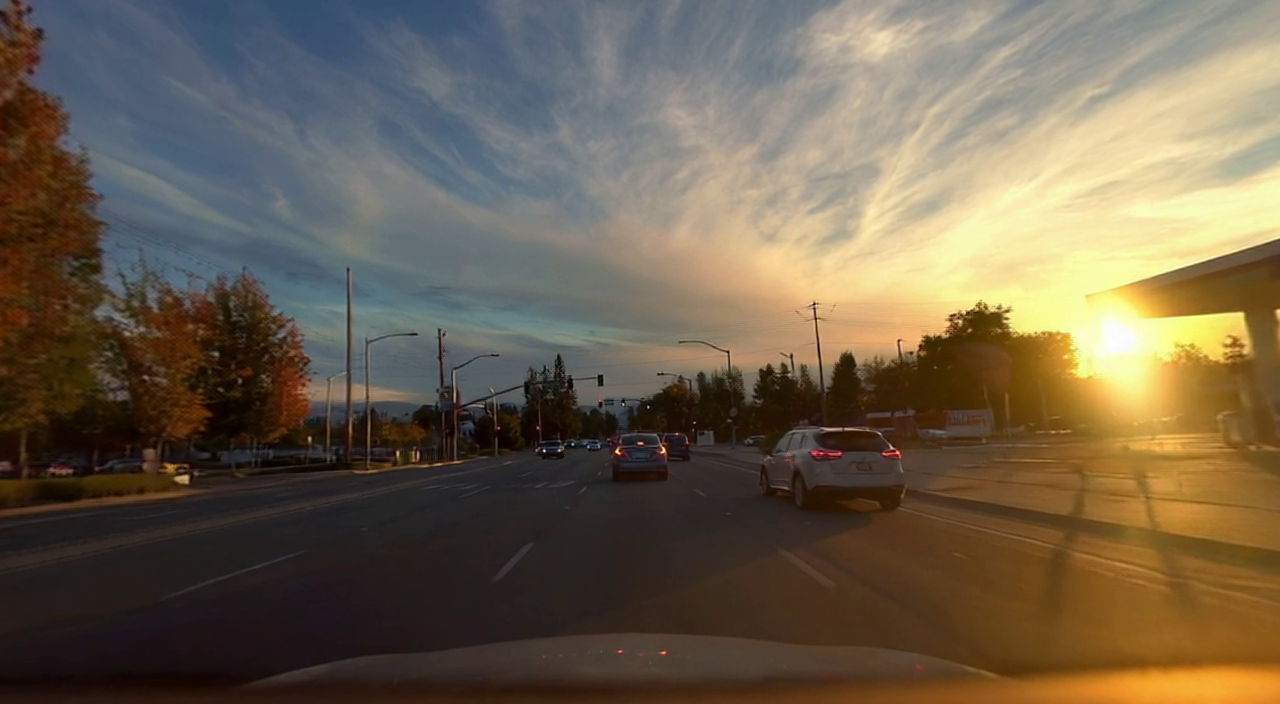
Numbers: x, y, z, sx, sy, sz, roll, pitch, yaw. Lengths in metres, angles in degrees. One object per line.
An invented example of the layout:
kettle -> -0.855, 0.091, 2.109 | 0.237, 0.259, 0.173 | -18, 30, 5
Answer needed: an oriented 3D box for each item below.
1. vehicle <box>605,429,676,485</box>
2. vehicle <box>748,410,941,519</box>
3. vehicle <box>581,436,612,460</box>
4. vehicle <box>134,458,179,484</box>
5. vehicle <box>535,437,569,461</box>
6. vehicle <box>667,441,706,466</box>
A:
vehicle -> -0.072, 3.511, 21.373 | 2.164, 1.718, 3.881 | 0, -8, -2
vehicle -> 3.851, 2.242, 13.106 | 2.116, 1.791, 5.006 | 0, -8, -3
vehicle -> -3.322, 7.436, 48.951 | 2.155, 1.745, 4.248 | 0, -8, -1
vehicle -> -30.706, 7.518, 40.070 | 1.948, 1.452, 4.370 | 7, -11, -39
vehicle -> -6.698, 7.423, 48.317 | 1.994, 1.695, 4.471 | 0, -8, 0
vehicle -> 2.569, 5.734, 35.863 | 1.822, 1.331, 3.583 | 0, -8, -2
